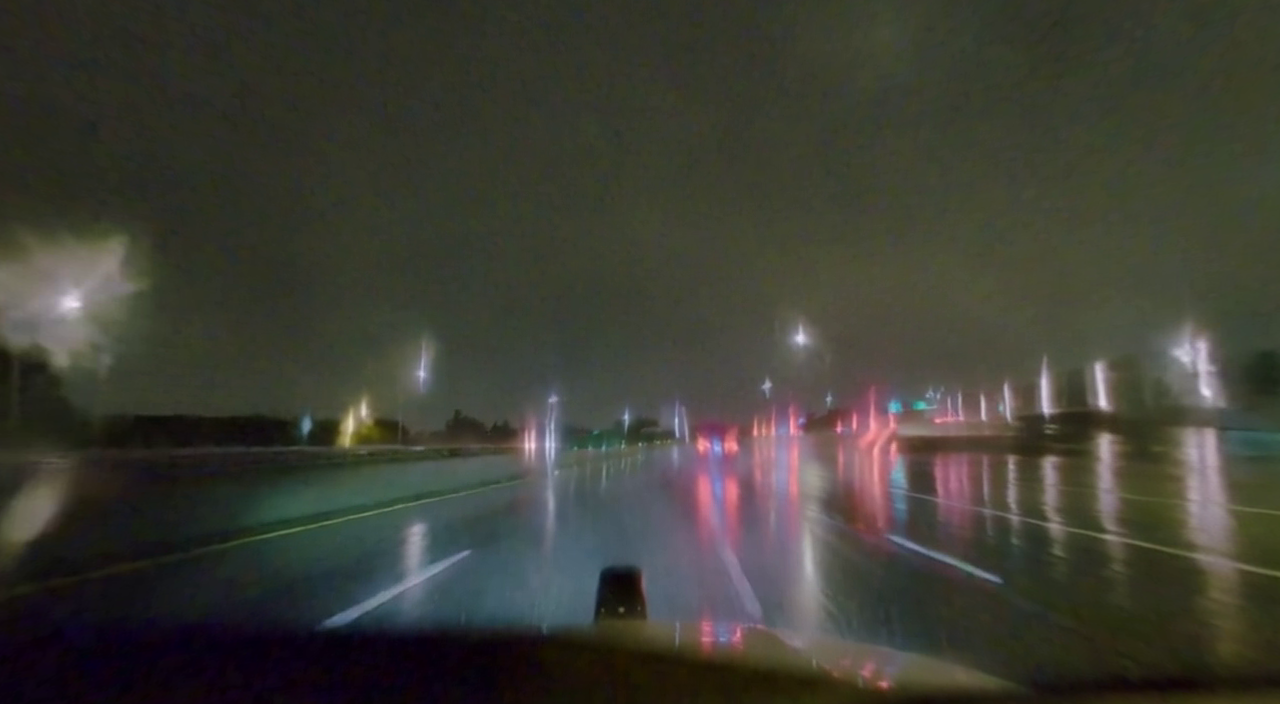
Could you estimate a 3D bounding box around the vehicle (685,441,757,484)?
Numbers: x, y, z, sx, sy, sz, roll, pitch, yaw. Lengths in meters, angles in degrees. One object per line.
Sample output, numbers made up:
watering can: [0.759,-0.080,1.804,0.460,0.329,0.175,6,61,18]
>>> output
vehicle: [2.850,4.014,23.163,2.124,1.405,4.398,0,-8,1]
